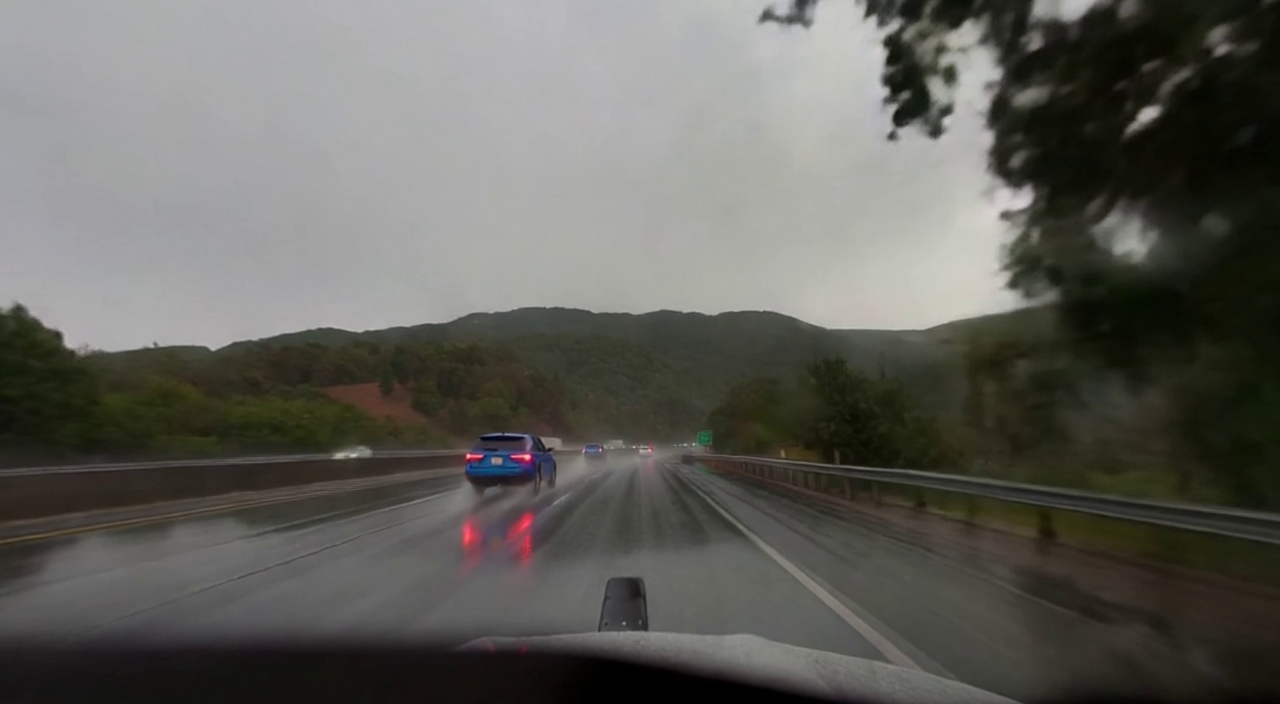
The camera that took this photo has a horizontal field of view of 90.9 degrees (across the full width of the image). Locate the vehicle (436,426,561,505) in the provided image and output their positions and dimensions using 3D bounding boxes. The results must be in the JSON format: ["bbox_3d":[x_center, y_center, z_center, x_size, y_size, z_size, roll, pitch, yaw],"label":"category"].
[{"bbox_3d":[-3.439,2.857,16.335,2.138,1.718,4.415,-1,-8,1],"label":"vehicle"}]
